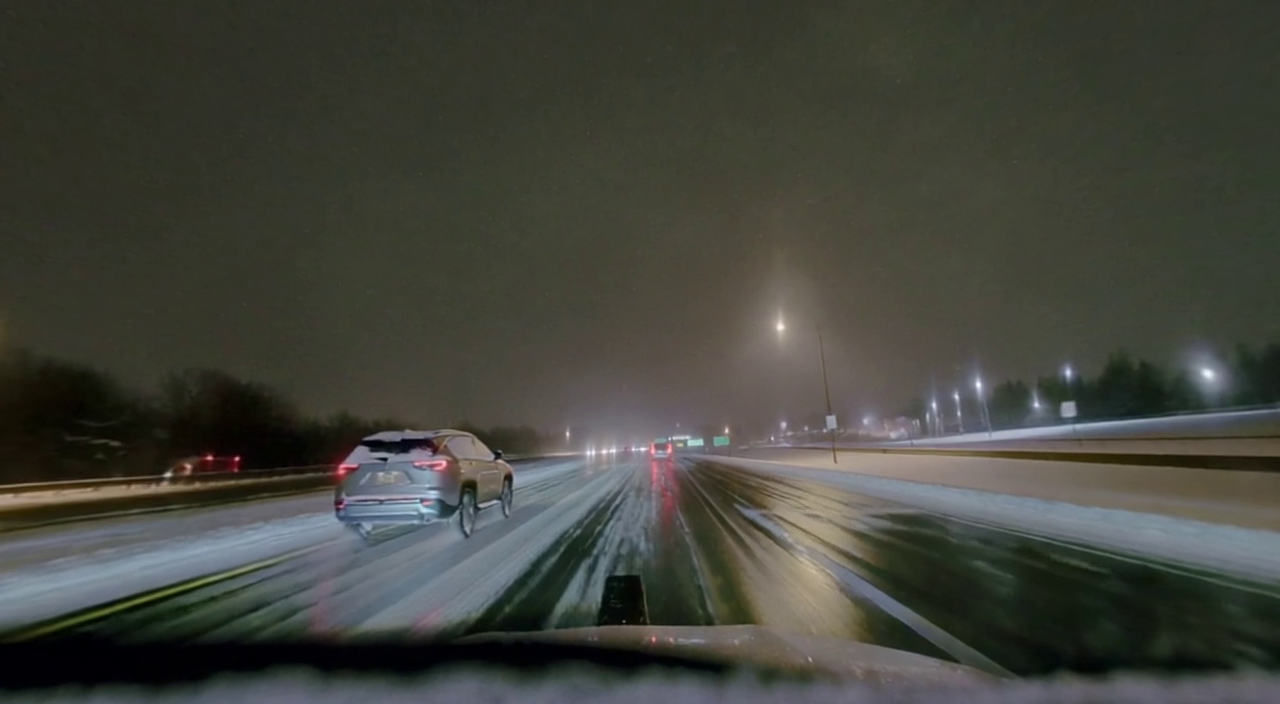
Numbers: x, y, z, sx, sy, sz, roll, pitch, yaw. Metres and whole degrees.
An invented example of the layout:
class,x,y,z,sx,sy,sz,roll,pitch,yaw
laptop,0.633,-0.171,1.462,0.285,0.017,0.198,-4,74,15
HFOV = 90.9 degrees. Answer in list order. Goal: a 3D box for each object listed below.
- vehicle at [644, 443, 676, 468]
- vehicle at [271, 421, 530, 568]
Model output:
class,x,y,z,sx,sy,sz,roll,pitch,yaw
vehicle,1.309,7.039,43.135,2.073,1.621,3.993,-1,-8,1
vehicle,-3.216,2.009,9.716,2.143,1.693,4.513,-1,-9,1
